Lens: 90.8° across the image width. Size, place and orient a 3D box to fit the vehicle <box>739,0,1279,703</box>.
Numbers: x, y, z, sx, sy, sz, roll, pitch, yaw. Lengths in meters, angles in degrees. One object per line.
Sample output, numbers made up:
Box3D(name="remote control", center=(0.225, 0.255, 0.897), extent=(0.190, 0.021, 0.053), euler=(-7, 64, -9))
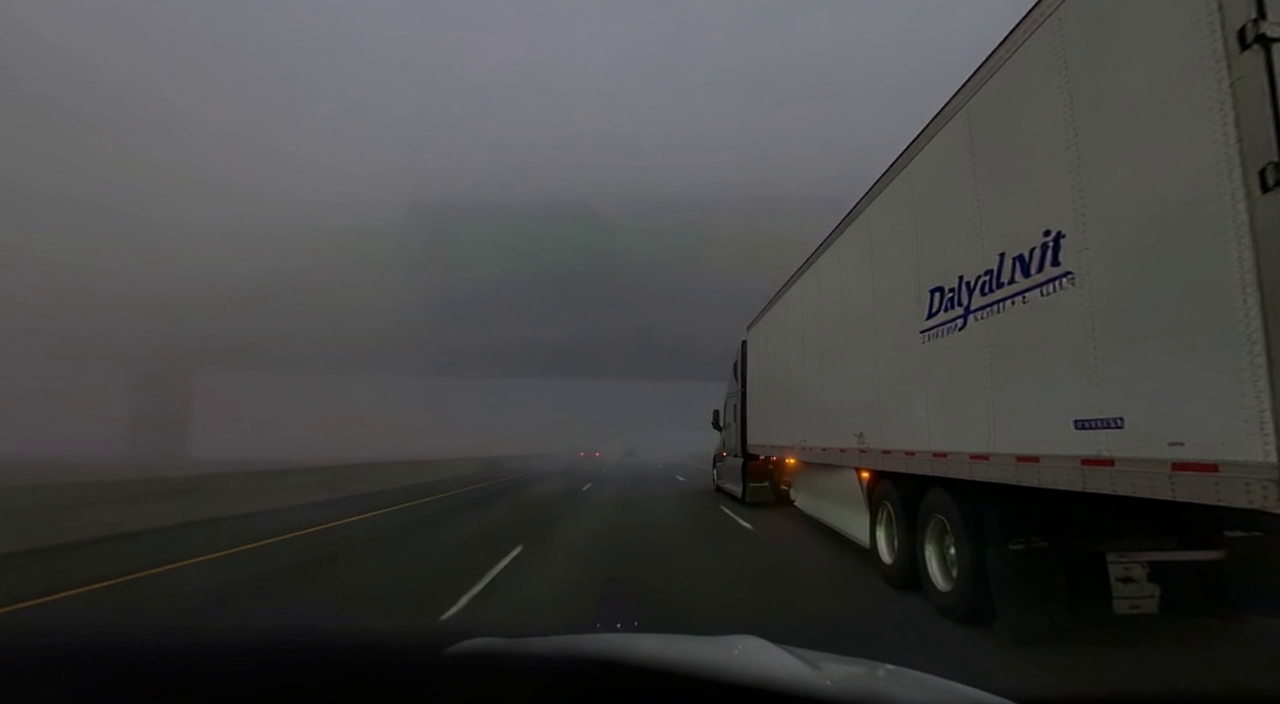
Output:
Box3D(name="vehicle", center=(3.952, 0.624, 9.213), extent=(2.962, 4.132, 12.720), euler=(0, -8, 0))

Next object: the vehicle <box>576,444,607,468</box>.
Box3D(name="vehicle", center=(-3.464, 7.531, 45.870), extent=(2.030, 1.657, 3.926), euler=(0, -8, -1))
